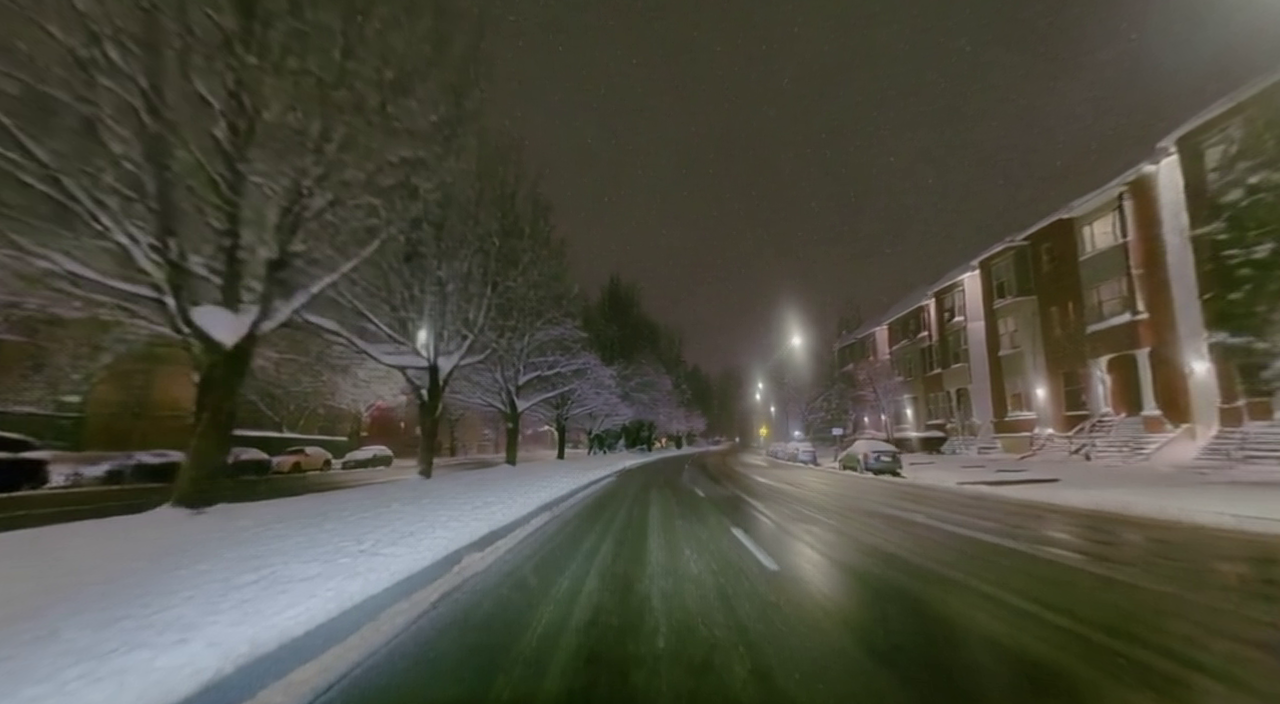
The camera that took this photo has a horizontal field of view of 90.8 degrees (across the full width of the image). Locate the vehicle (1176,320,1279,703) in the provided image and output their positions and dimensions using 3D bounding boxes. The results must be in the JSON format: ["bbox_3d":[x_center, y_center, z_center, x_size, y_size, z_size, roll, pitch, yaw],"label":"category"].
[{"bbox_3d":[3.800,0.491,0.748,2.215,1.812,4.569,0,-9,-1],"label":"vehicle"}]

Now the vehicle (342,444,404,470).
[{"bbox_3d":[-17.441,6.960,41.583,1.908,1.500,4.470,-3,-11,4],"label":"vehicle"}]

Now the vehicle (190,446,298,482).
[{"bbox_3d":[-18.342,5.191,29.553,1.823,1.455,4.680,-3,-9,3],"label":"vehicle"}]

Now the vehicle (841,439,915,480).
[{"bbox_3d":[11.311,5.125,30.391,2.037,1.655,4.760,3,-8,4],"label":"vehicle"}]

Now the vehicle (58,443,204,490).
[{"bbox_3d":[-18.736,4.219,23.549,1.802,1.487,4.359,-2,-9,0],"label":"vehicle"}]

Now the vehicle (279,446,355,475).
[{"bbox_3d":[-18.059,6.100,35.583,1.829,1.452,4.562,-2,-9,1],"label":"vehicle"}]
